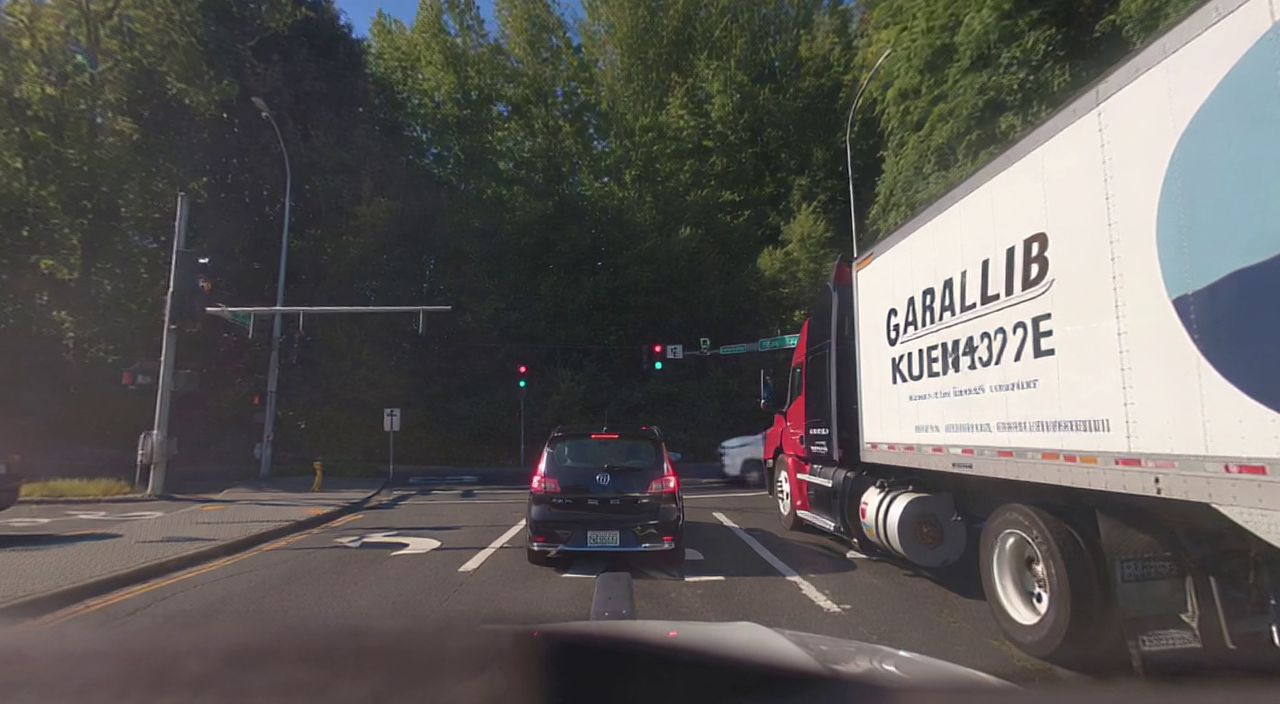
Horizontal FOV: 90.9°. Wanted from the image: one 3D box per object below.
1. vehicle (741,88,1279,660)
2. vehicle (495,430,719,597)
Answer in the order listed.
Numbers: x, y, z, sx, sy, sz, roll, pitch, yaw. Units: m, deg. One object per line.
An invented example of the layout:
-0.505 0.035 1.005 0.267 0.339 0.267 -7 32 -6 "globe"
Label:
3.563 0.770 8.955 2.884 3.753 9.763 0 -9 2 "vehicle"
-0.323 1.708 7.425 1.975 1.457 3.526 0 -9 -1 "vehicle"
